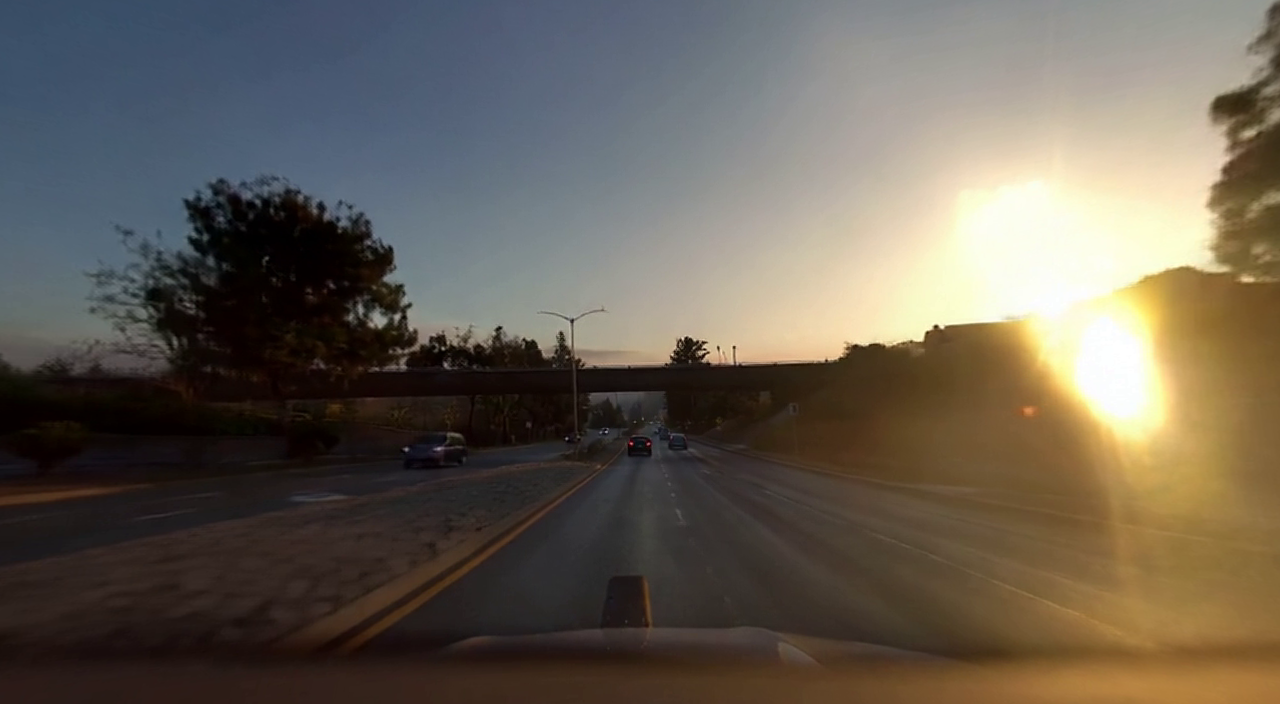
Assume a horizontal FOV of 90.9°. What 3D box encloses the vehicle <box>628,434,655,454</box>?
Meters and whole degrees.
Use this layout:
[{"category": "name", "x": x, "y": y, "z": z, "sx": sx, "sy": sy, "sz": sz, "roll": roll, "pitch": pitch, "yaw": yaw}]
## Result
[{"category": "vehicle", "x": 0.117, "y": 7.228, "z": 49.509, "sx": 2.039, "sy": 1.462, "sz": 4.203, "roll": 0, "pitch": -8, "yaw": 0}]
